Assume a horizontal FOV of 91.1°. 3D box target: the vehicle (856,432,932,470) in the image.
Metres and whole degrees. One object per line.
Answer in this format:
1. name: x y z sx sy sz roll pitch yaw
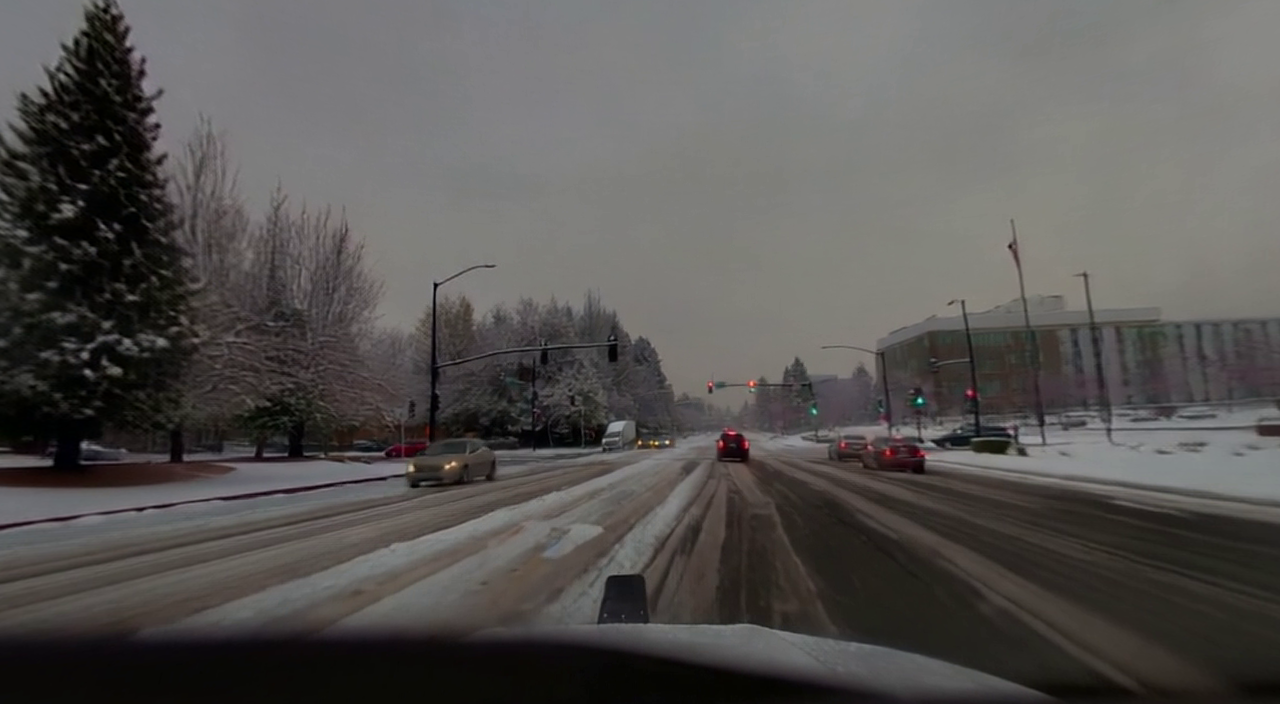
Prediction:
1. vehicle: 10.837 4.262 27.134 1.896 1.463 4.296 -1 -9 6

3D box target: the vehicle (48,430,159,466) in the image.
1. vehicle: -27.695 5.032 32.611 1.871 1.703 4.093 -2 -10 5

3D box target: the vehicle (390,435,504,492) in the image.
1. vehicle: -6.241 3.639 20.857 2.016 1.677 4.147 -1 -9 7

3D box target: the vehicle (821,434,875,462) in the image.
1. vehicle: 11.654 5.388 35.403 1.860 1.460 4.379 -1 -9 5

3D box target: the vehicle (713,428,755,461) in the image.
1. vehicle: 5.461 5.482 37.106 2.203 1.801 4.331 -1 -9 5
